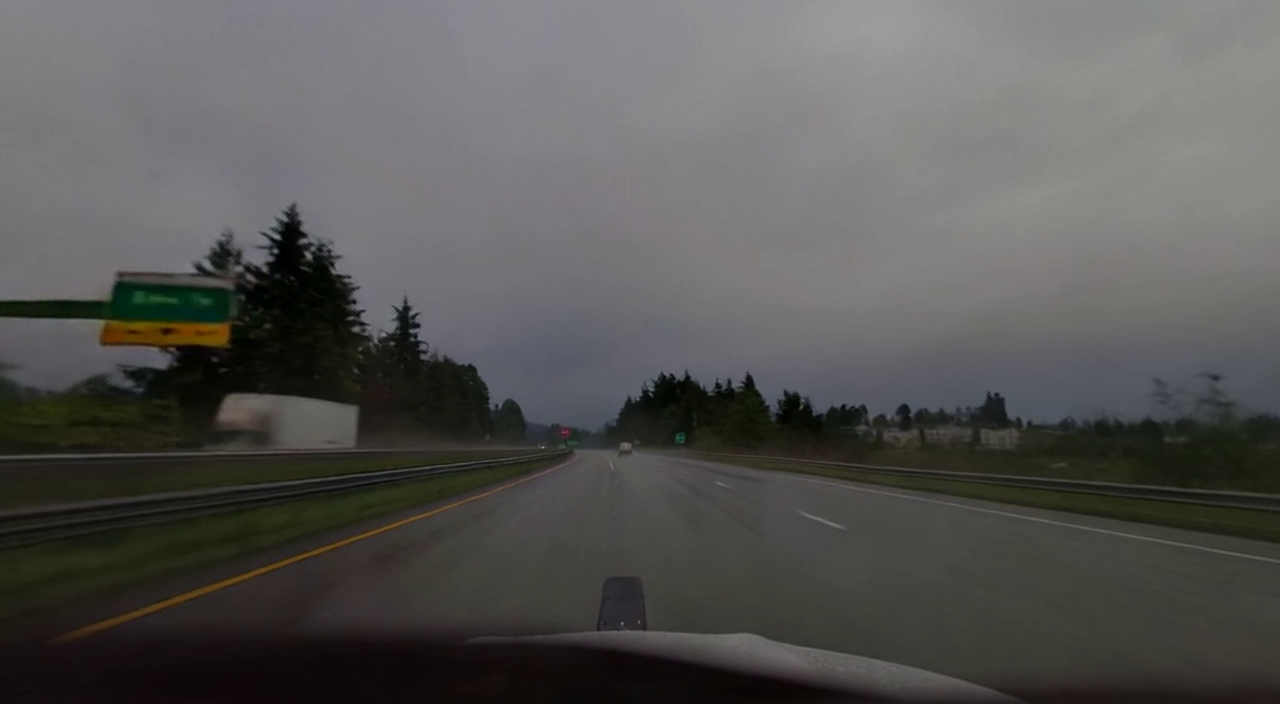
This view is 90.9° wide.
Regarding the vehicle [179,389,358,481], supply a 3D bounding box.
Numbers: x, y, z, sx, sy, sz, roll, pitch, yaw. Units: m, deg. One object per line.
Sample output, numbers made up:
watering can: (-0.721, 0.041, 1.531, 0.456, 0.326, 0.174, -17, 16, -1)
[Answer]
vehicle: (-15.936, 3.807, 28.131, 2.717, 3.464, 8.722, 0, -9, -1)
